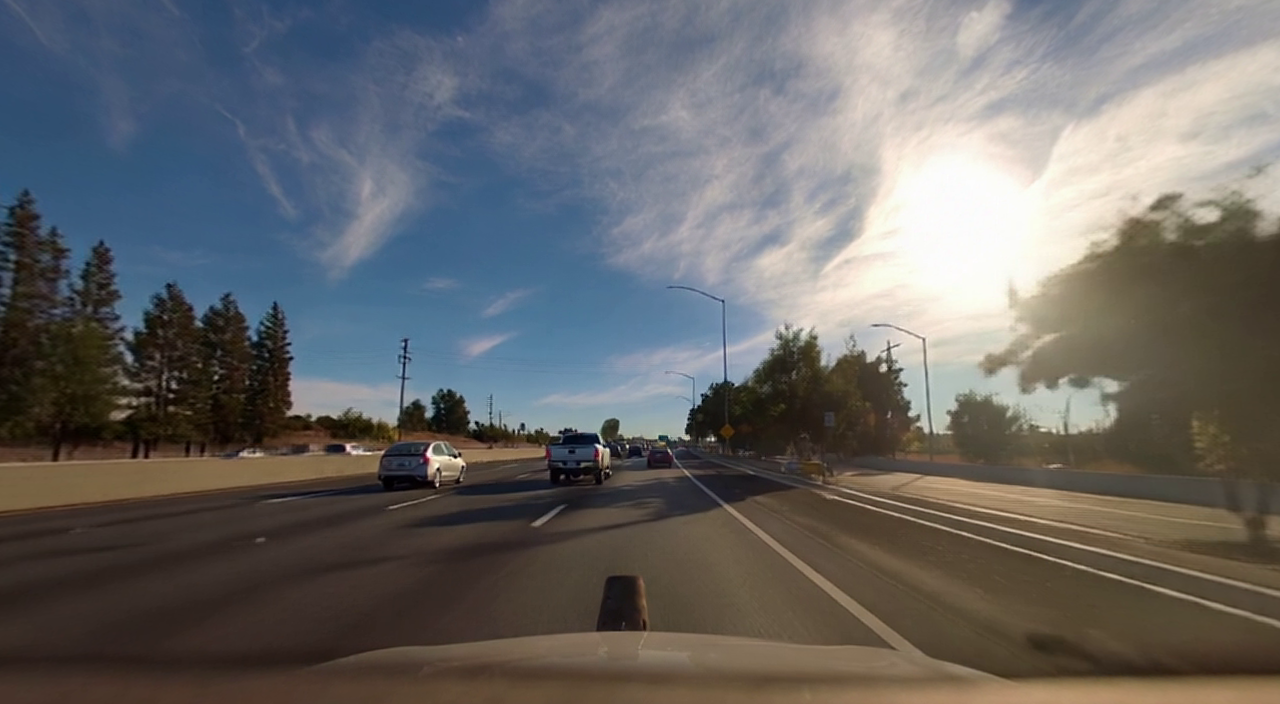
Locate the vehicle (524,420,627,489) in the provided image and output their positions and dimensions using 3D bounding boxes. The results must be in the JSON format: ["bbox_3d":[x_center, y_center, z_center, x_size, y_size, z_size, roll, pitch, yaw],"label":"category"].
[{"bbox_3d":[-2.046,3.611,22.547,2.815,2.092,6.526,0,-8,2],"label":"vehicle"}]

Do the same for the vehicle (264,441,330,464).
[{"bbox_3d":[-23.543,6.911,43.287,1.915,1.516,4.530,0,-8,2],"label":"vehicle"}]

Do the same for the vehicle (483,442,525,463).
[{"bbox_3d":[-9.815,7.282,45.576,1.915,1.472,4.502,0,-8,2],"label":"vehicle"}]

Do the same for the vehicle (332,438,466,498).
[{"bbox_3d":[-6.730,3.263,18.147,1.964,1.481,4.425,0,-8,3],"label":"vehicle"}]

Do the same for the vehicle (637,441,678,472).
[{"bbox_3d":[0.859,5.378,32.610,2.013,1.444,4.447,0,-8,0],"label":"vehicle"}]

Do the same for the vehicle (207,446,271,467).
[{"bbox_3d":[-31.279,8.149,49.122,1.880,1.483,4.547,0,-8,1],"label":"vehicle"}]
